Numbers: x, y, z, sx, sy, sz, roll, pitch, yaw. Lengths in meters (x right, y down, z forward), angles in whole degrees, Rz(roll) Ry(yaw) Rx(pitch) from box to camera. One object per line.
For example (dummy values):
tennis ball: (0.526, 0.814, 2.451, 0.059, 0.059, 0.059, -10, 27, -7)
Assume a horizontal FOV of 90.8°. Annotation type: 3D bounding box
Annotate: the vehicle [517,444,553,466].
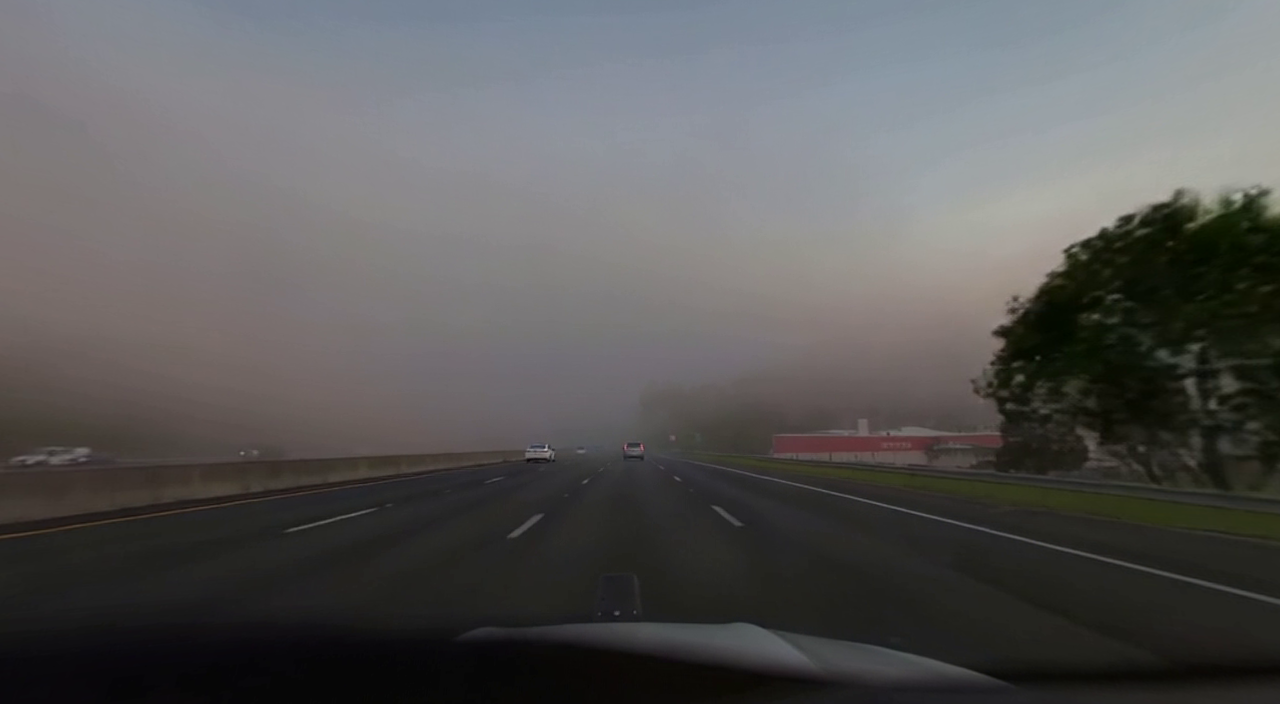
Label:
vehicle: (-7.950, 7.836, 48.343, 1.991, 1.572, 4.314, 0, -9, 0)
